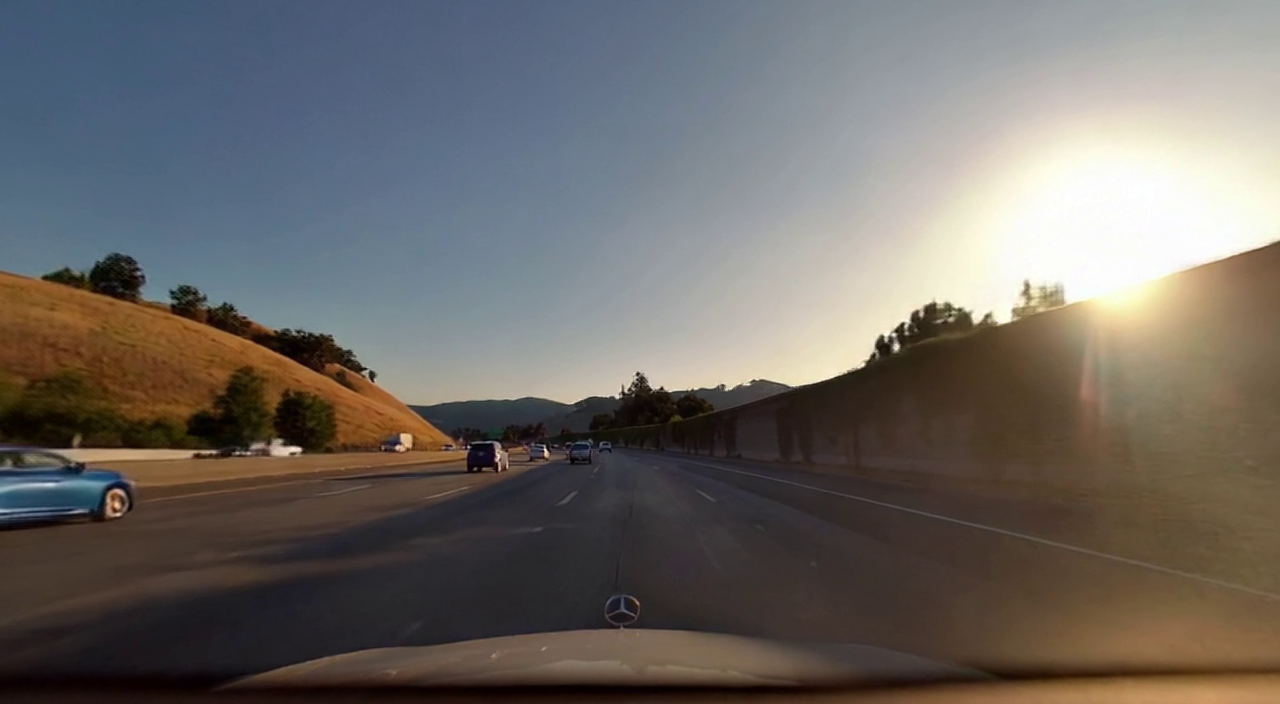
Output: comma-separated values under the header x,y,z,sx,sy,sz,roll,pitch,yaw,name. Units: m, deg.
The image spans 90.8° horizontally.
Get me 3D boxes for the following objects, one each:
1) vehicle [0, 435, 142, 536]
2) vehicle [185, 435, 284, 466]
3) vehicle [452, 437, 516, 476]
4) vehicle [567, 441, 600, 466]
x,y,z,sx,sy,sz,roll,pitch,yaw,name
-10.431,1.999,9.537,1.949,1.475,4.740,0,-9,0,vehicle
-27.025,6.615,42.488,2.526,1.908,6.156,0,-9,0,vehicle
-7.752,5.234,31.884,2.074,1.768,4.805,0,-9,-1,vehicle
-4.050,7.342,45.834,2.115,1.713,4.263,0,-9,-2,vehicle
